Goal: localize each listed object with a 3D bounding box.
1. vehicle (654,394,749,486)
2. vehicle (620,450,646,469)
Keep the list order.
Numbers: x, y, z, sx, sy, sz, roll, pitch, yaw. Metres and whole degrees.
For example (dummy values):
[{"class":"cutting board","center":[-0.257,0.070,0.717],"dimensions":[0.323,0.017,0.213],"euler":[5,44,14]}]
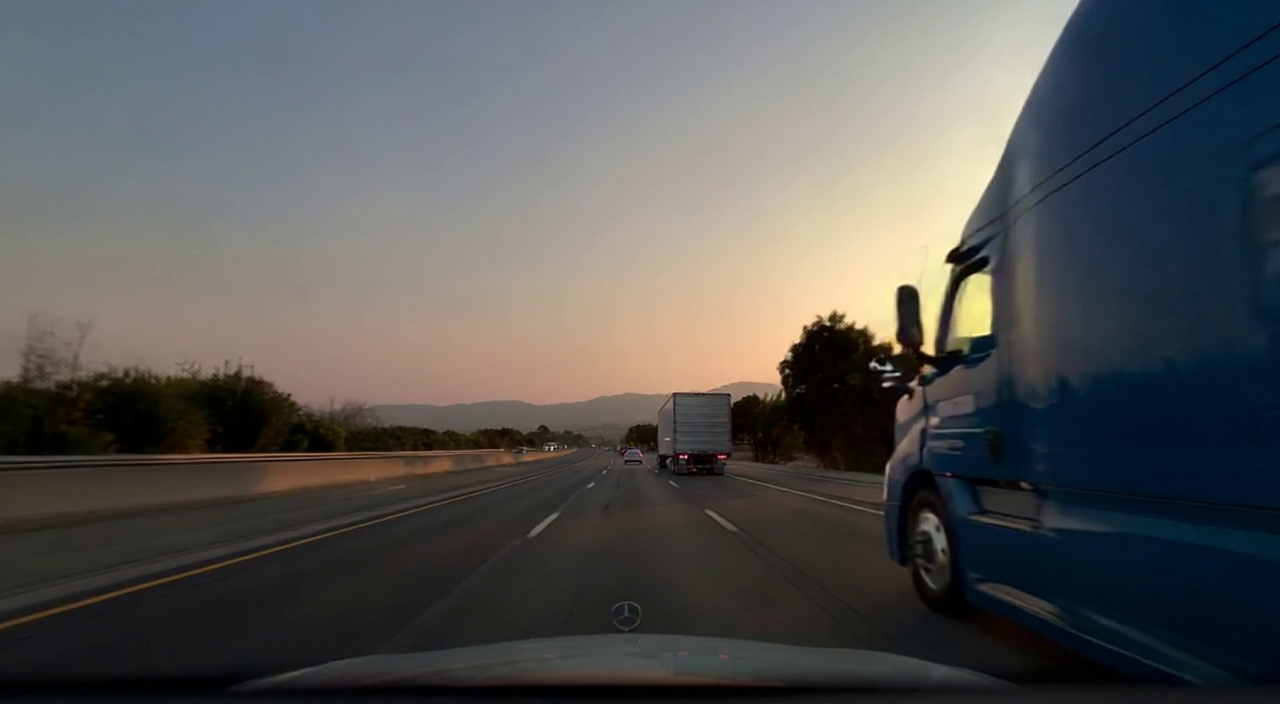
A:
[{"class":"vehicle","center":[2.966,5.294,37.054],"dimensions":[3.462,4.177,16.311],"euler":[0,-9,-2]},{"class":"vehicle","center":[-0.547,8.457,49.699],"dimensions":[1.898,1.438,4.053],"euler":[0,-9,0]}]
